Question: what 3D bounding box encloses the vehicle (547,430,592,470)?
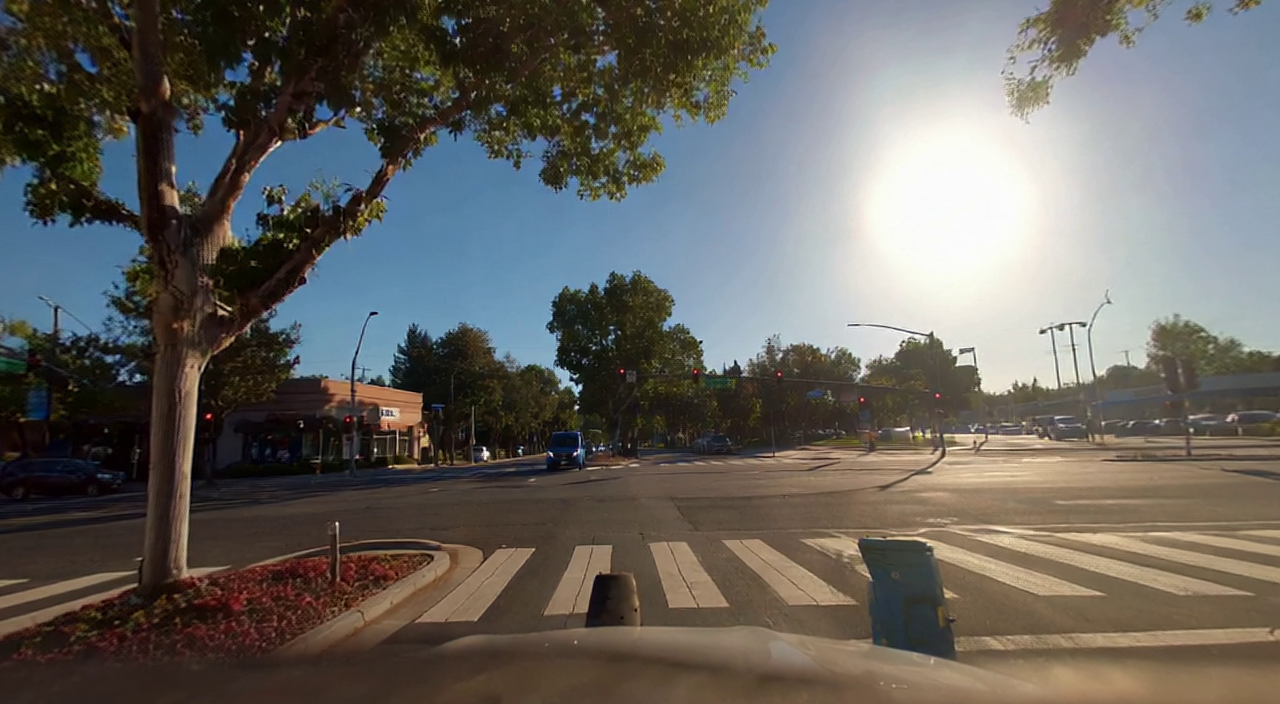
[{"bbox_3d":[-4.525,6.373,41.280,2.465,2.404,5.791,0,-8,-2],"label":"vehicle"}]
